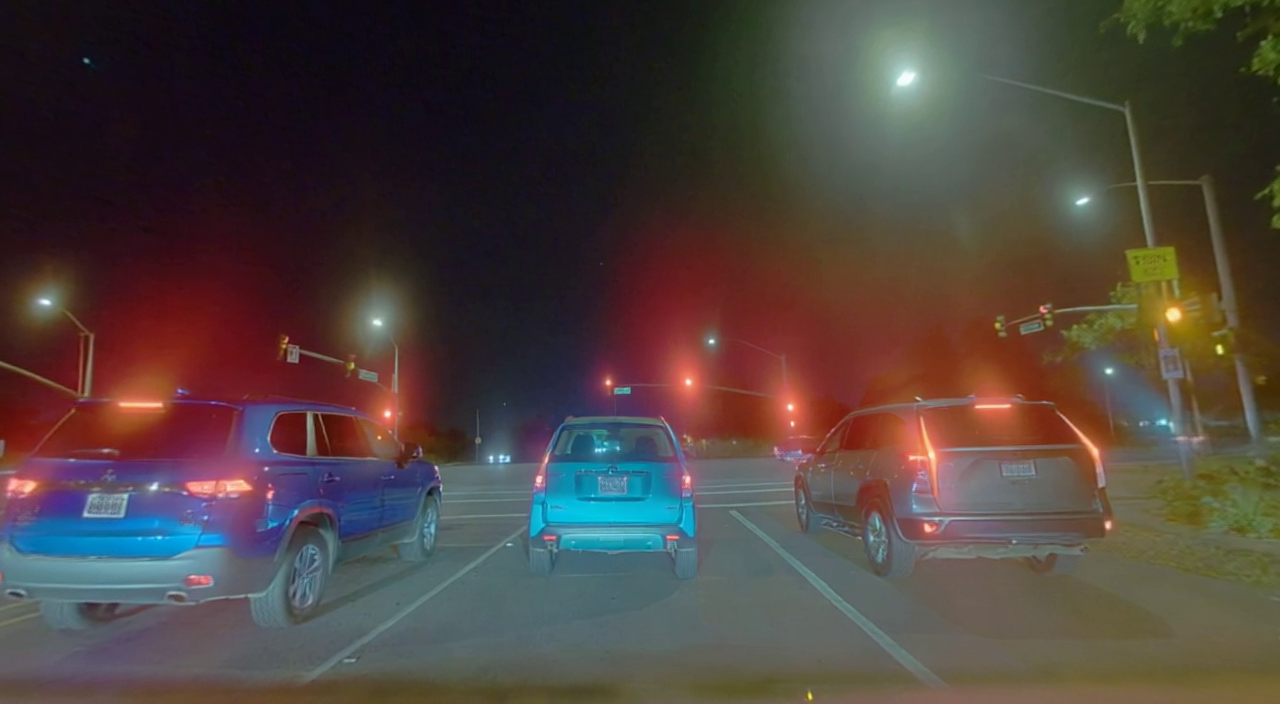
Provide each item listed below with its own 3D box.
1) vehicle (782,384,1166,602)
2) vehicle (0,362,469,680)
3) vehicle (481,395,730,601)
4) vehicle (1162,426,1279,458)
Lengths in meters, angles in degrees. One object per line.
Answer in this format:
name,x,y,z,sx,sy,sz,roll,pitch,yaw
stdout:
vehicle,3.261,1.487,7.515,2.083,1.779,4.532,0,-8,0
vehicle,-3.279,1.280,5.886,2.047,1.810,4.414,0,-8,1
vehicle,-0.239,1.509,7.318,2.067,1.702,3.987,0,-8,2
vehicle,28.848,4.400,30.805,5.018,1.435,1.920,0,-9,-3
